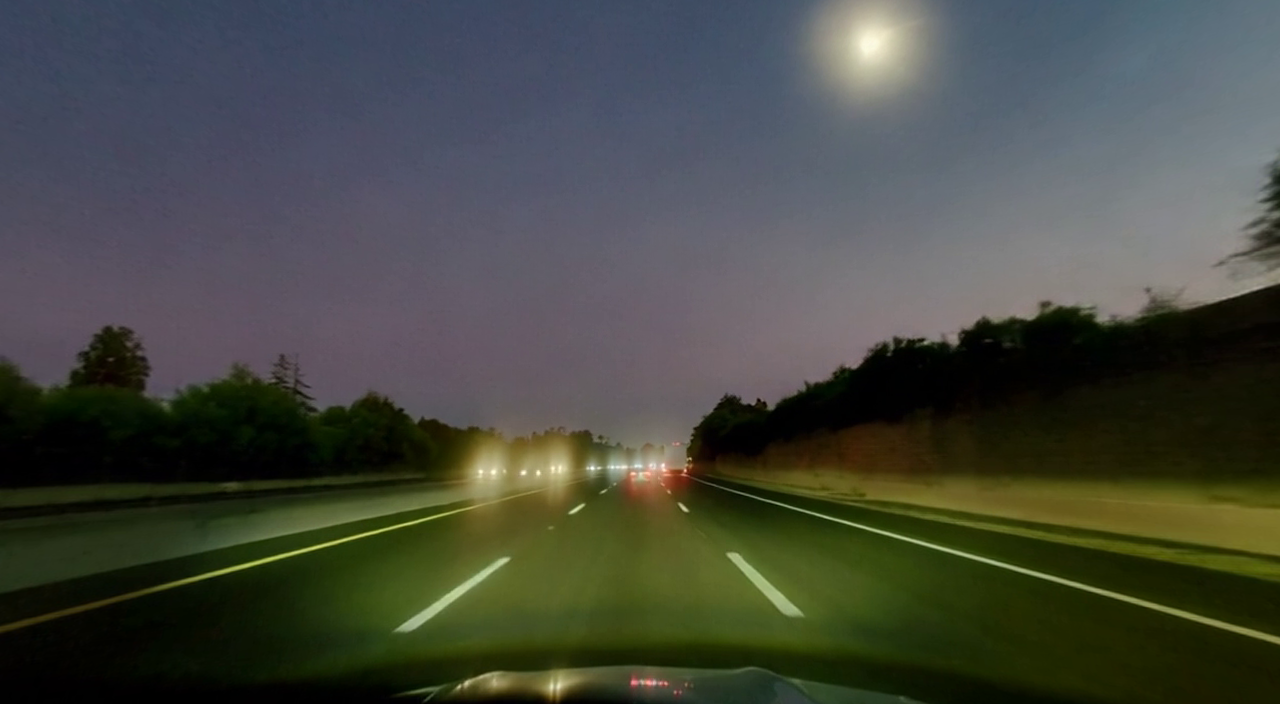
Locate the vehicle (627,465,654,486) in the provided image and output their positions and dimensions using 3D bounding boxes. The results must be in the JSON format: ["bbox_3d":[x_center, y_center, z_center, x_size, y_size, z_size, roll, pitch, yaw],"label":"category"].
[{"bbox_3d":[0.028,9.429,48.156,2.015,1.478,3.920,1,-10,0],"label":"vehicle"}]
